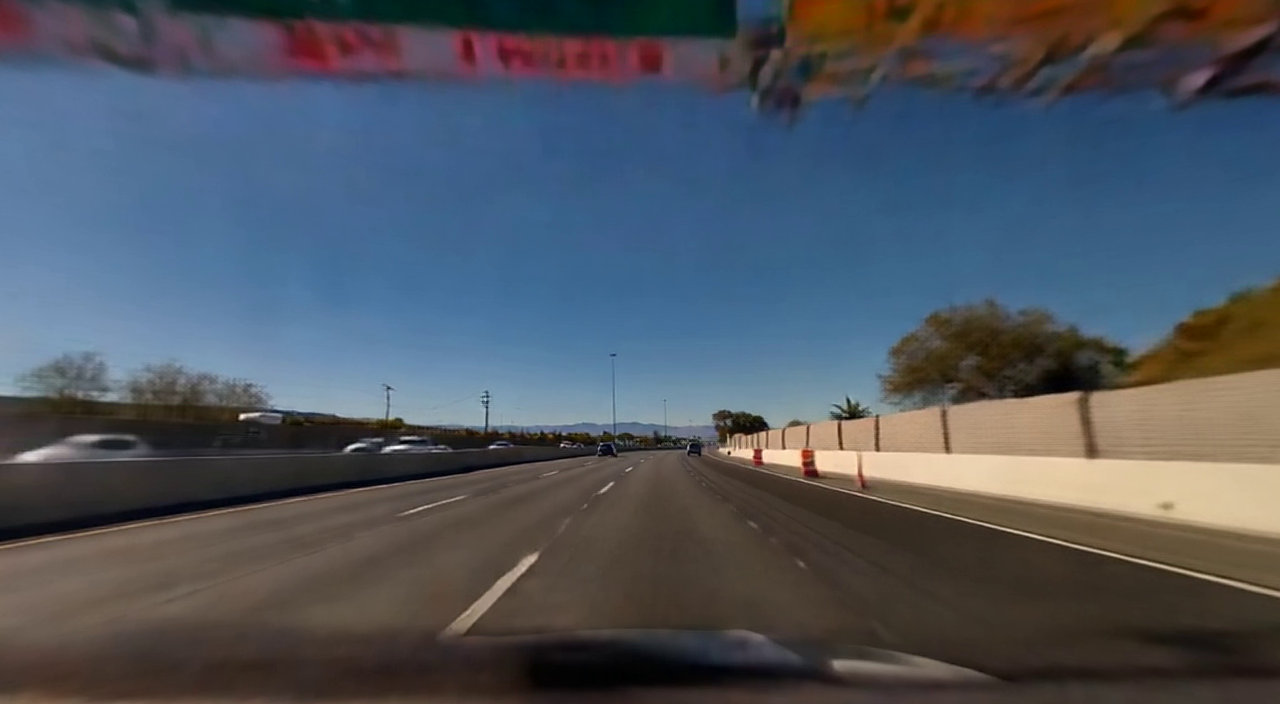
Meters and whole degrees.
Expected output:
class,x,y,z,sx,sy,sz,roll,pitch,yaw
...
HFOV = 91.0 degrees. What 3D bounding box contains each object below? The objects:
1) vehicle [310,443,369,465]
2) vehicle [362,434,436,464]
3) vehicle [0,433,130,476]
class,x,y,z,sx,sy,sz,roll,pitch,yaw
vehicle,-21.816,7.469,45.989,1.859,1.506,4.648,0,-9,2
vehicle,-15.303,6.220,40.349,2.219,1.751,5.734,0,-9,3
vehicle,-25.519,4.471,27.601,1.952,1.692,5.068,0,-9,2
